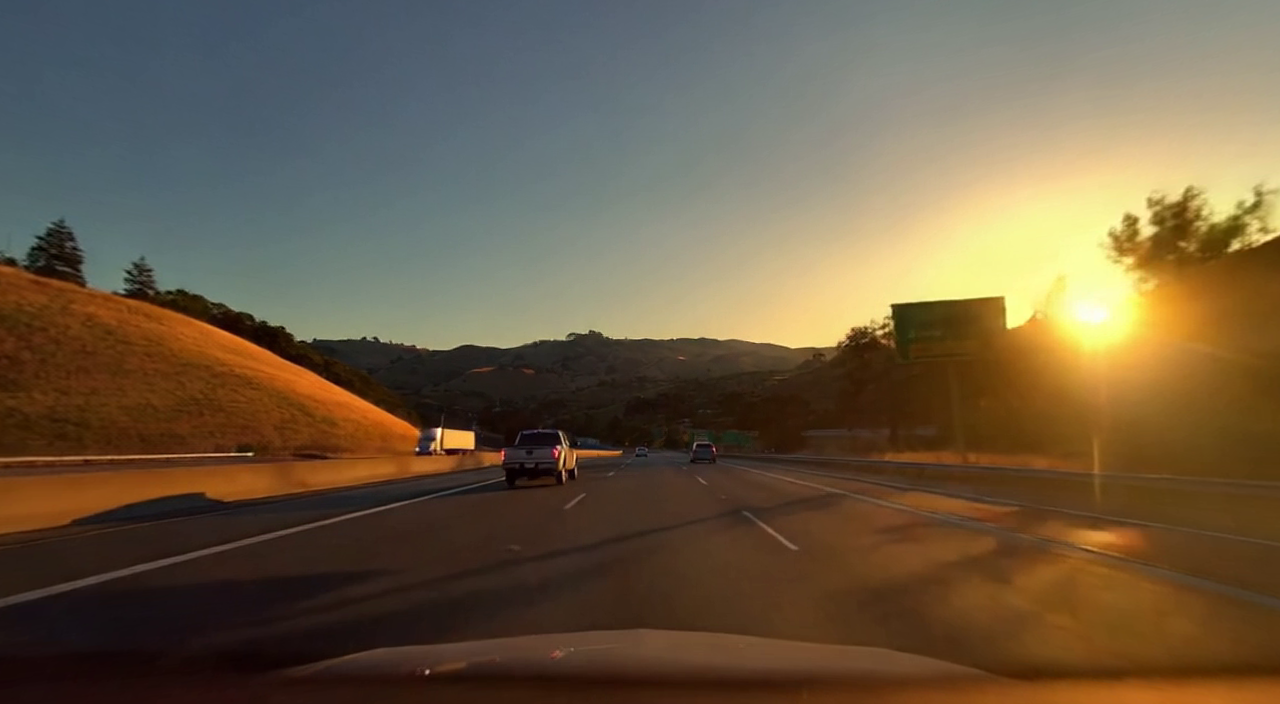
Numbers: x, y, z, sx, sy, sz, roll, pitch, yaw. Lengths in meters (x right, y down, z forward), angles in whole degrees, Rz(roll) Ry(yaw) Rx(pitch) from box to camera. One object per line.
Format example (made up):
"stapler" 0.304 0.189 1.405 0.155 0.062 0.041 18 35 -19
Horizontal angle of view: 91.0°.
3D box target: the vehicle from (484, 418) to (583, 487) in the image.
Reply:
"vehicle" -3.733 3.745 23.606 2.496 2.203 6.317 0 -9 1

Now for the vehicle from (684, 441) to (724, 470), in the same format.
"vehicle" 3.907 6.431 39.104 2.095 1.668 4.135 0 -9 1
